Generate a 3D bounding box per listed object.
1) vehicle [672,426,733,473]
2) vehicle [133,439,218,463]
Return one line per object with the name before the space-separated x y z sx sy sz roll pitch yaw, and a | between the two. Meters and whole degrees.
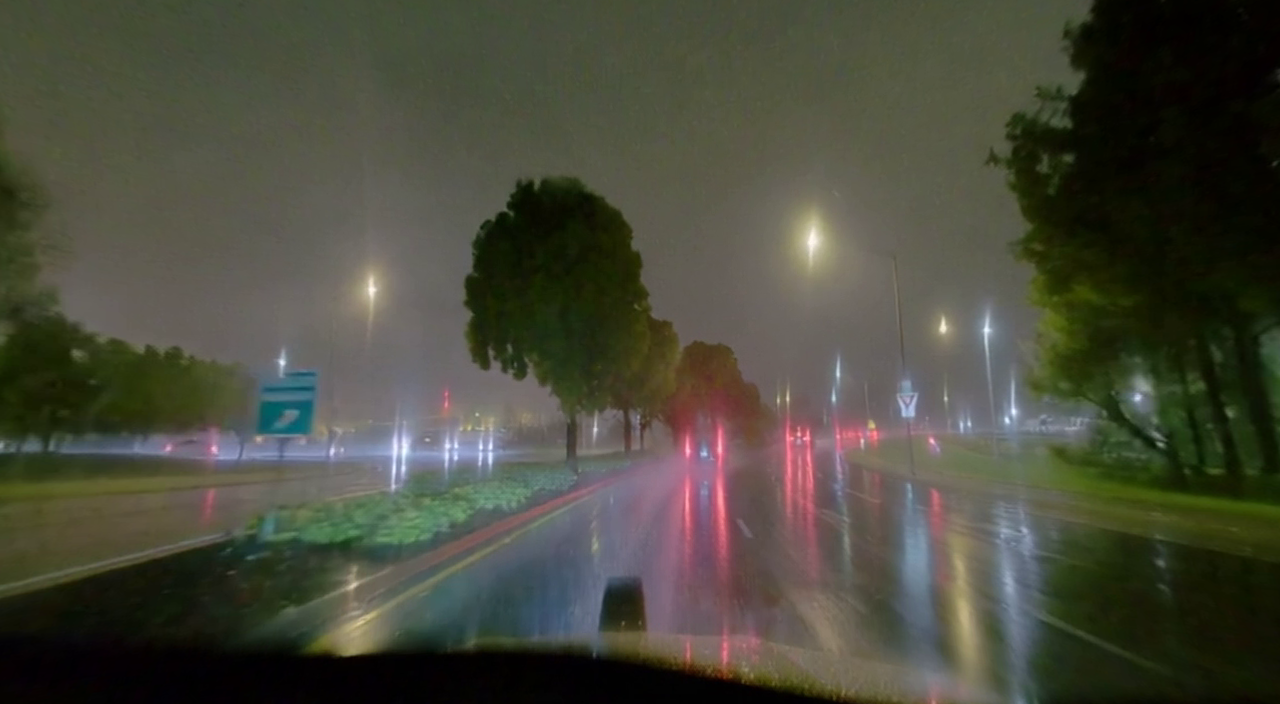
vehicle | 3.003 4.483 29.001 2.371 1.926 5.615 -1 -9 10
vehicle | -35.999 7.680 48.778 4.636 1.790 2.178 2 -9 -13
